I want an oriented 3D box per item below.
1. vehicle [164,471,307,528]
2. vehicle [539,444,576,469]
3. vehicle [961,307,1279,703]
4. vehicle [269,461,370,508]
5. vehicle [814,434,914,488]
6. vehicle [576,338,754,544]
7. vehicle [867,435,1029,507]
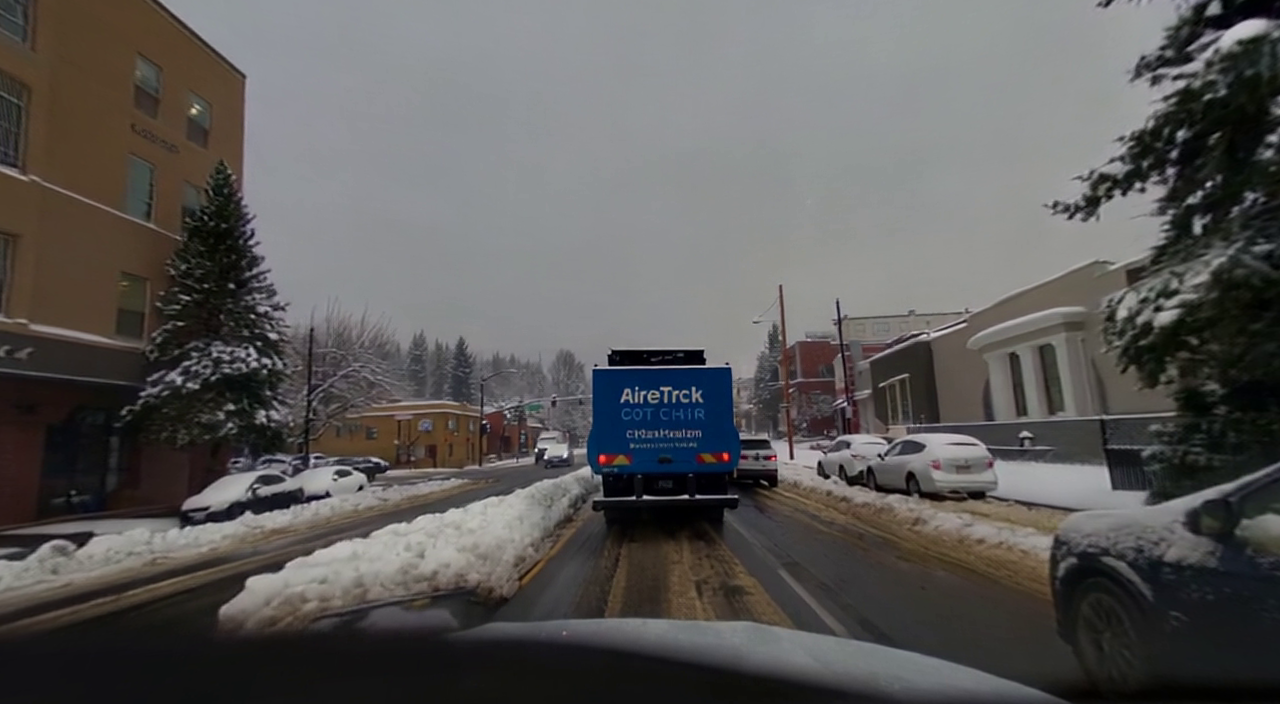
[{"bbox_3d":[-13.464,4.898,21.286,1.901,1.508,4.405,0,-8,0],"label":"vehicle"},{"bbox_3d":[-5.978,7.625,45.883,2.046,1.711,4.320,0,-8,1],"label":"vehicle"},{"bbox_3d":[3.421,0.739,2.355,2.104,1.786,4.498,0,-9,1],"label":"vehicle"},{"bbox_3d":[-13.362,5.523,26.491,1.943,1.682,4.365,0,-9,0],"label":"vehicle"},{"bbox_3d":[7.610,3.731,21.811,1.946,1.680,4.270,0,-9,1],"label":"vehicle"},{"bbox_3d":[0.237,1.706,12.112,2.517,2.926,6.177,0,-9,-2],"label":"vehicle"},{"bbox_3d":[7.551,2.936,15.968,1.951,1.548,4.290,0,-9,1],"label":"vehicle"}]
